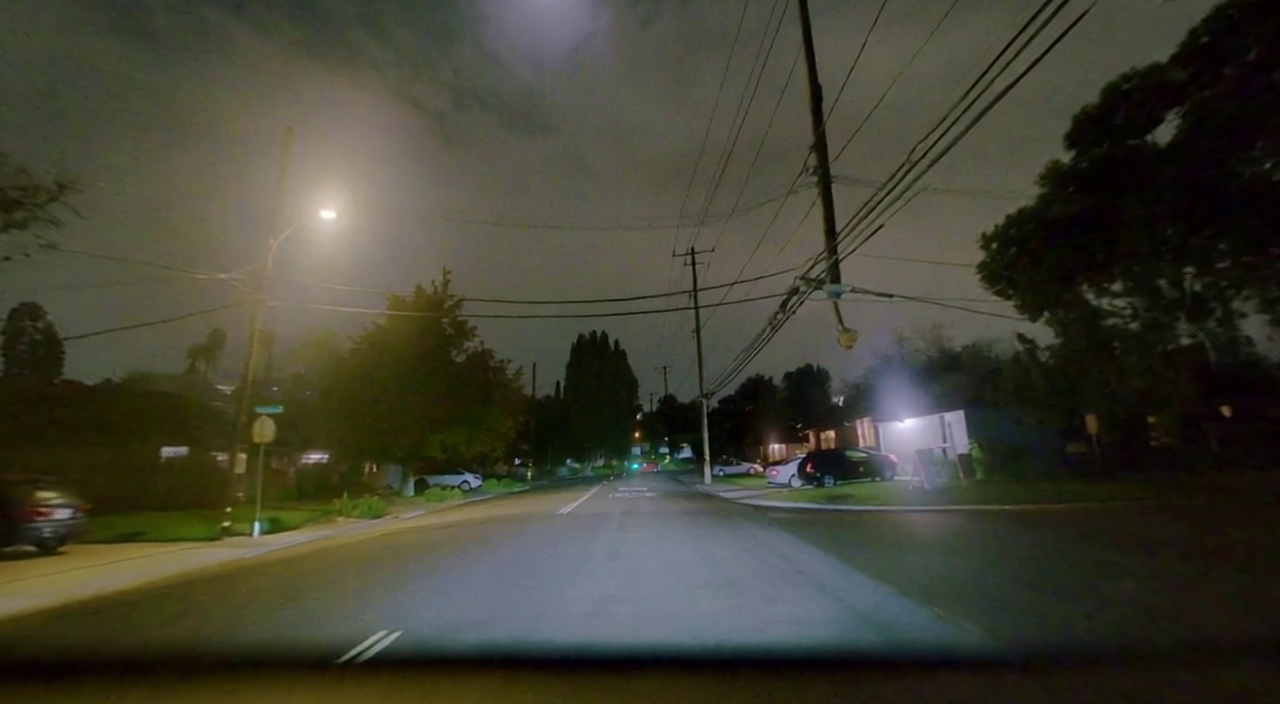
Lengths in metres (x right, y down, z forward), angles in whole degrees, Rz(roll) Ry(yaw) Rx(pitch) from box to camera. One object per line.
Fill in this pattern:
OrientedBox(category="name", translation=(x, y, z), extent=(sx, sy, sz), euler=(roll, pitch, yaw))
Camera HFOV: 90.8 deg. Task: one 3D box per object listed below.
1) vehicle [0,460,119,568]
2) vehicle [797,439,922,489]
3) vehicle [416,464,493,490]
OrientedBox(category="vehicle", translation=(-12.915, 2.997, 11.984), extent=(4.245, 1.821, 1.918), euler=(0, -9, -2))
OrientedBox(category="vehicle", translation=(9.268, 4.753, 26.977), extent=(4.557, 2.012, 1.917), euler=(0, -9, -3))
OrientedBox(category="vehicle", translation=(-11.924, 8.076, 40.826), extent=(4.243, 1.598, 2.003), euler=(-1, -10, 3))
